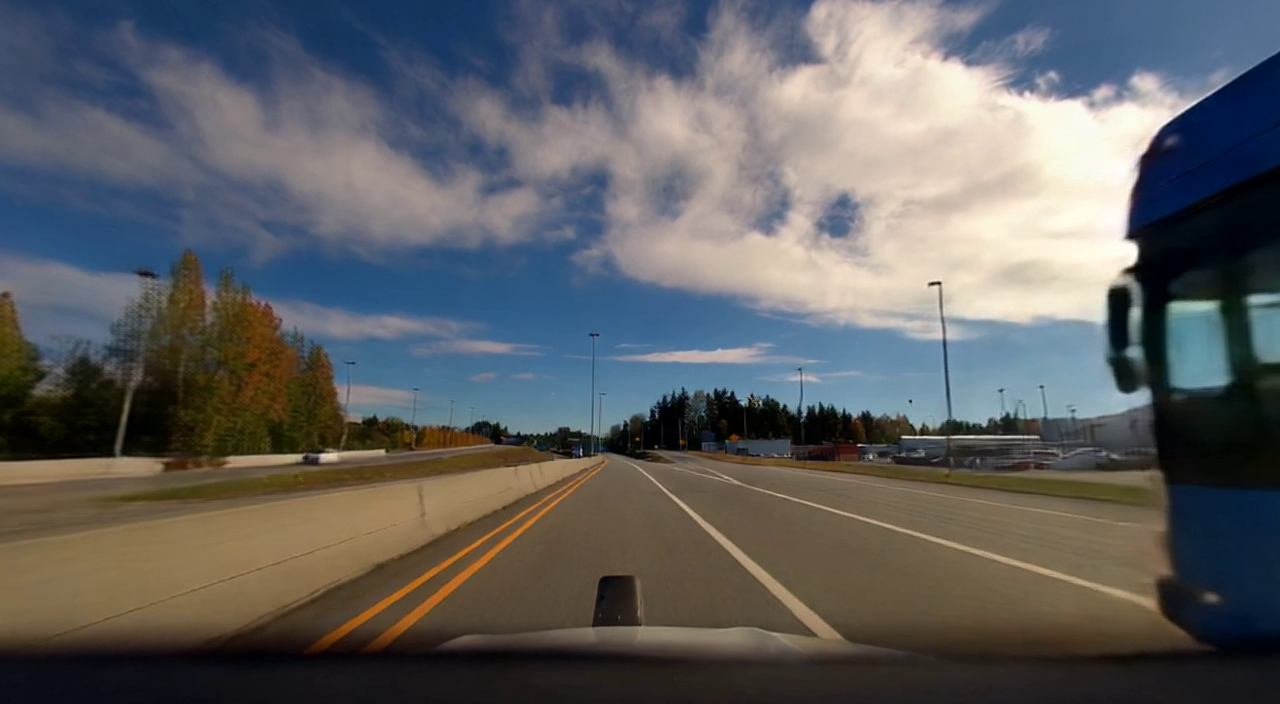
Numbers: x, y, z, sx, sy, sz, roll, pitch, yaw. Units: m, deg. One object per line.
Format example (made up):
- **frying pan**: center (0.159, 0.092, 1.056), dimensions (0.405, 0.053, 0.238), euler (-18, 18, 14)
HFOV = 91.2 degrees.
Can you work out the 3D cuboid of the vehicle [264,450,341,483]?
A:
- **vehicle**: center (-16.149, 5.473, 30.218), dimensions (1.817, 1.474, 3.810), euler (0, -9, -5)
